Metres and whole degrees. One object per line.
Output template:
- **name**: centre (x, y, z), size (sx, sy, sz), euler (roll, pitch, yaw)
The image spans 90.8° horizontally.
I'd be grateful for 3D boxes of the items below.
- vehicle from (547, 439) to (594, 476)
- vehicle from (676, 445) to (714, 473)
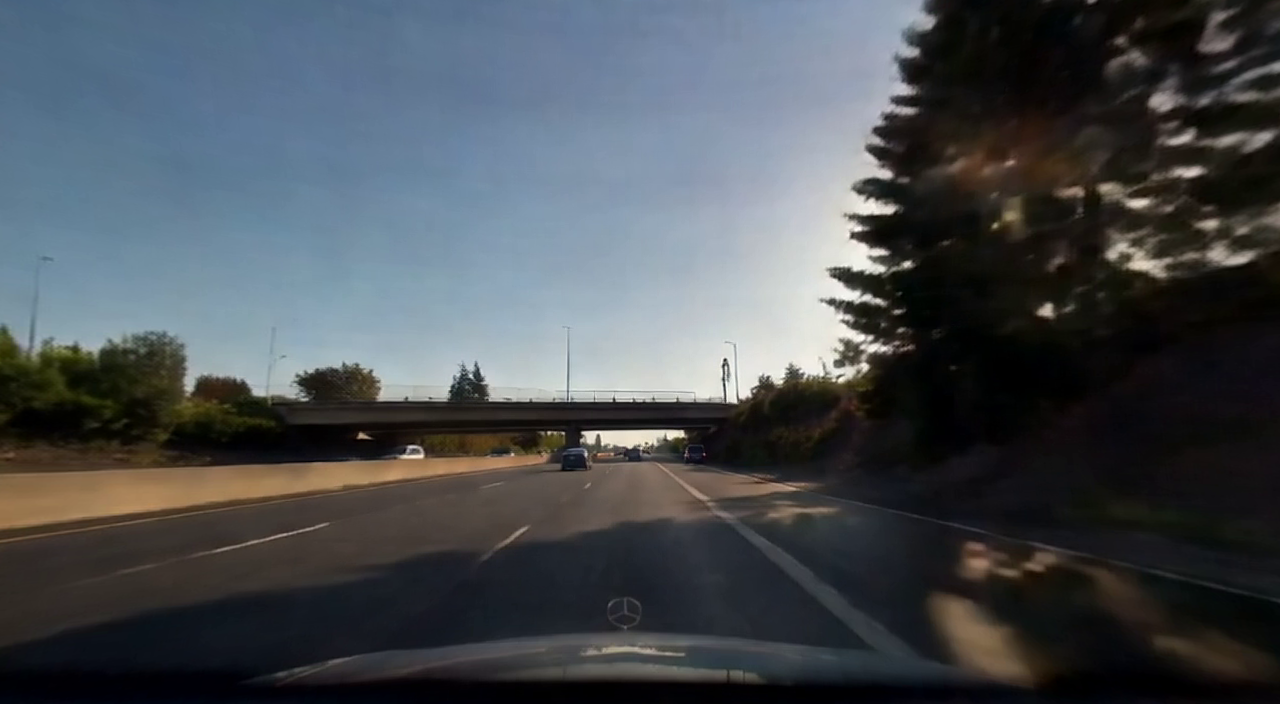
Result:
- **vehicle**: centre (-4.146, 6.372, 38.332), size (2.278, 2.054, 4.498), euler (0, -9, 1)
- **vehicle**: centre (3.698, 7.280, 43.149), size (2.133, 1.746, 4.511), euler (0, -9, -1)
